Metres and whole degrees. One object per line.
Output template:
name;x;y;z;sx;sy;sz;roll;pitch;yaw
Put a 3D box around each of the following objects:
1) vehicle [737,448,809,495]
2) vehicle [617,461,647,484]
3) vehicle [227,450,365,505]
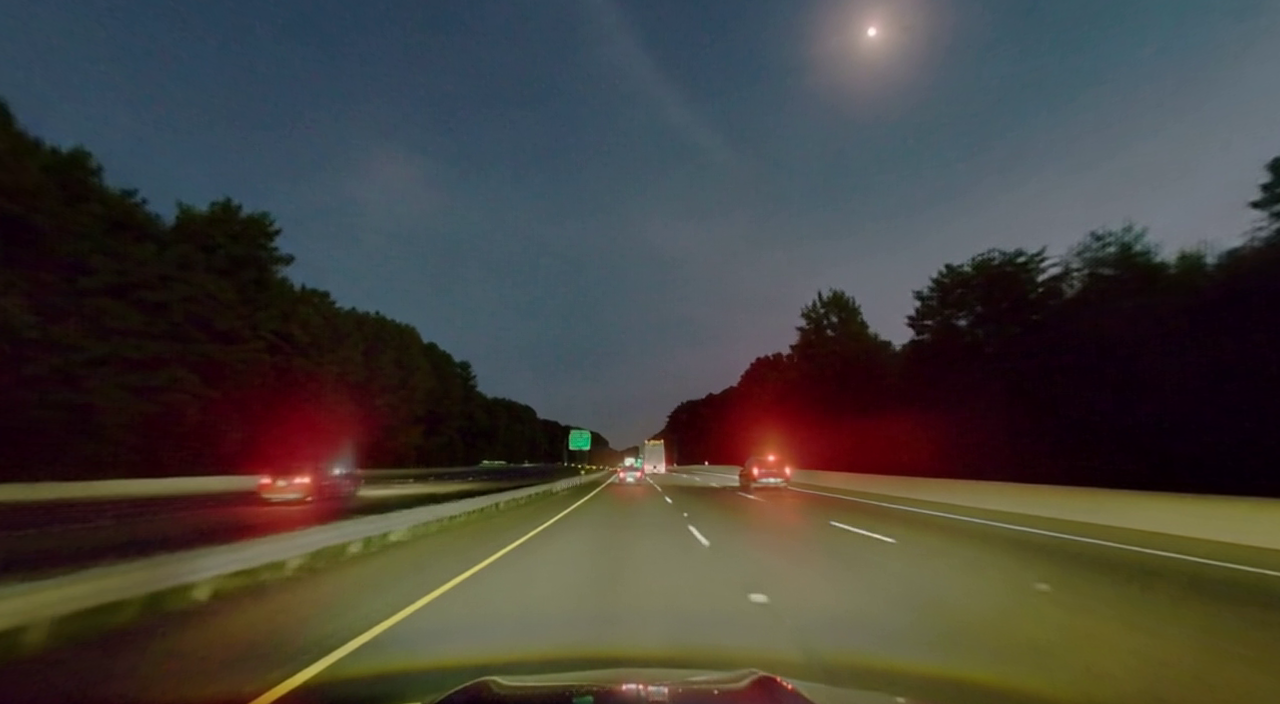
vehicle;5.581;5.127;27.138;1.998;1.776;4.663;1;-10;-1
vehicle;-0.610;8.461;44.218;1.987;1.467;3.903;1;-10;-2
vehicle;-11.538;4.274;21.635;1.952;1.618;4.859;1;-10;0
